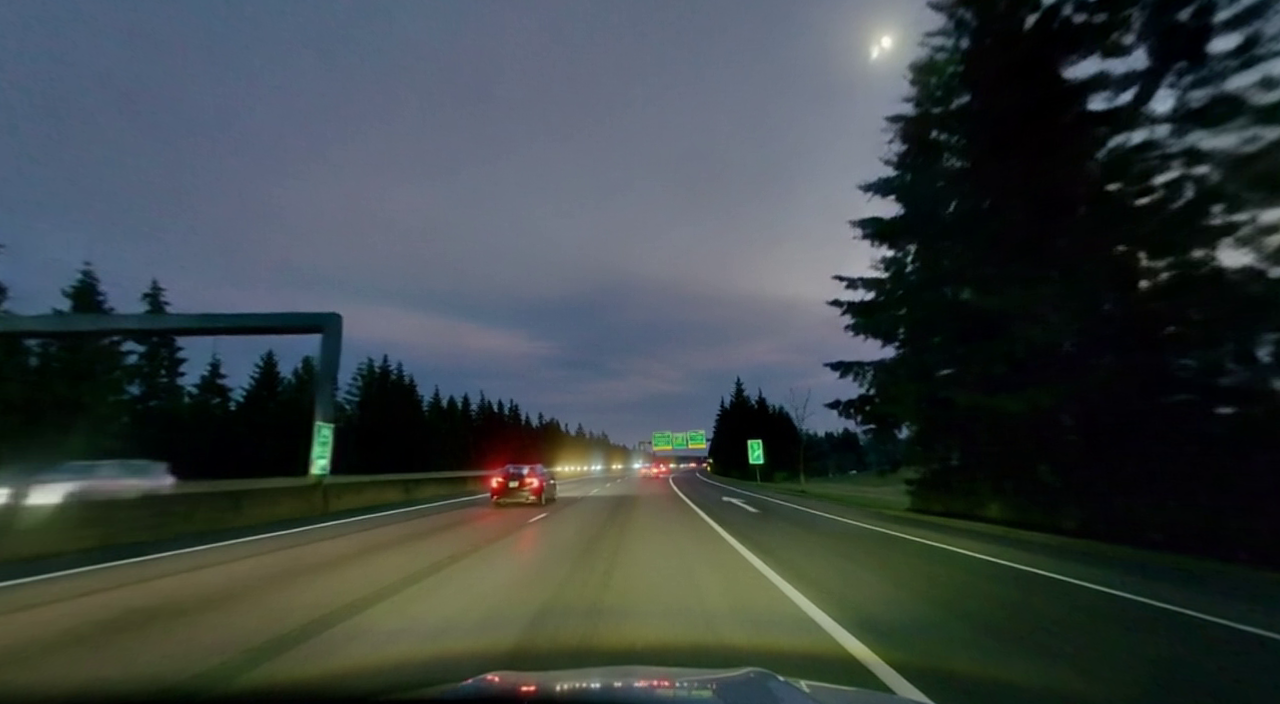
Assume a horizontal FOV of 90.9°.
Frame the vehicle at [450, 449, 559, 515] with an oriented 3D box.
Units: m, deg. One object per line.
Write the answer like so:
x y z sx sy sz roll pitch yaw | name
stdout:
-3.674 3.662 17.936 2.000 1.594 3.996 1 -10 3 | vehicle

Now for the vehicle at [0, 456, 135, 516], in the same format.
-18.794 4.182 19.996 1.959 1.669 4.090 1 -10 1 | vehicle
